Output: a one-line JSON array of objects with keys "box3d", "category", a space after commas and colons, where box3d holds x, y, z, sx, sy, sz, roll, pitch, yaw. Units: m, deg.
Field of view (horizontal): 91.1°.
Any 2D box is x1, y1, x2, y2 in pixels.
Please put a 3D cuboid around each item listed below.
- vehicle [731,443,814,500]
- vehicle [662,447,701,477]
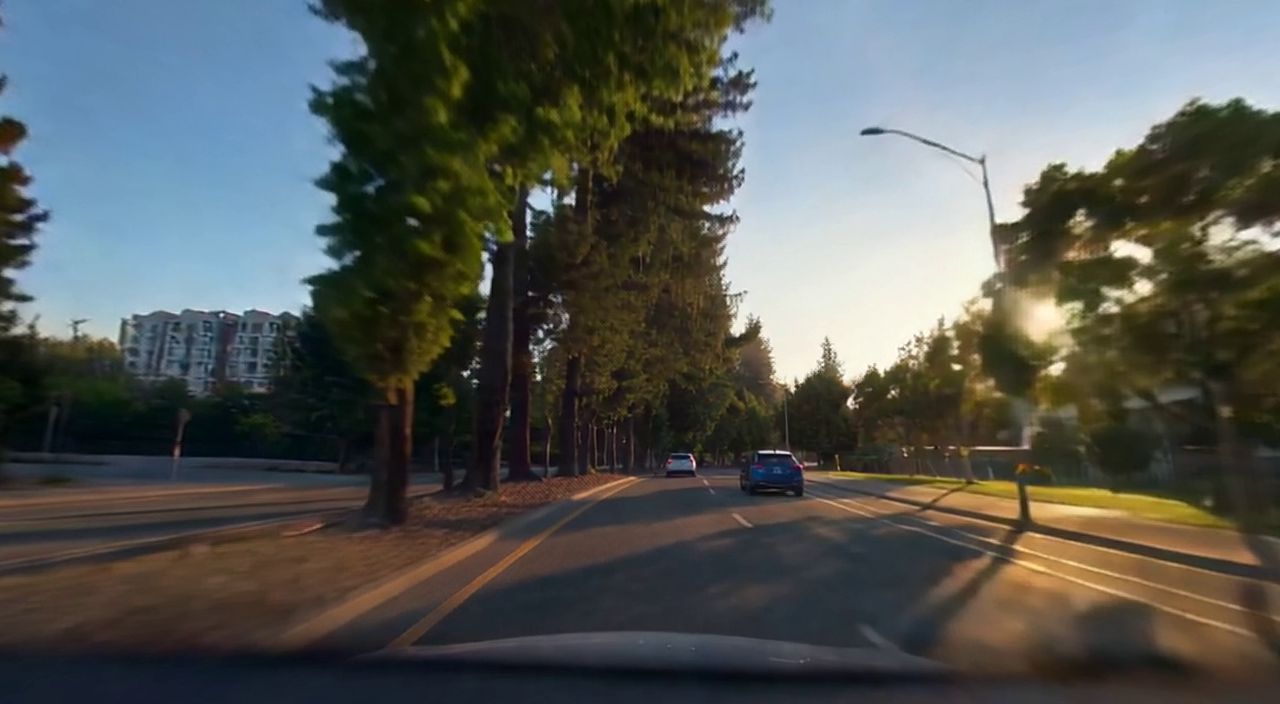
[{"box3d": [4.253, 3.864, 20.813, 1.971, 1.663, 4.287, 0, -8, 3], "category": "vehicle"}, {"box3d": [2.754, 7.079, 40.641, 2.251, 1.822, 4.391, -1, -8, 7], "category": "vehicle"}]
